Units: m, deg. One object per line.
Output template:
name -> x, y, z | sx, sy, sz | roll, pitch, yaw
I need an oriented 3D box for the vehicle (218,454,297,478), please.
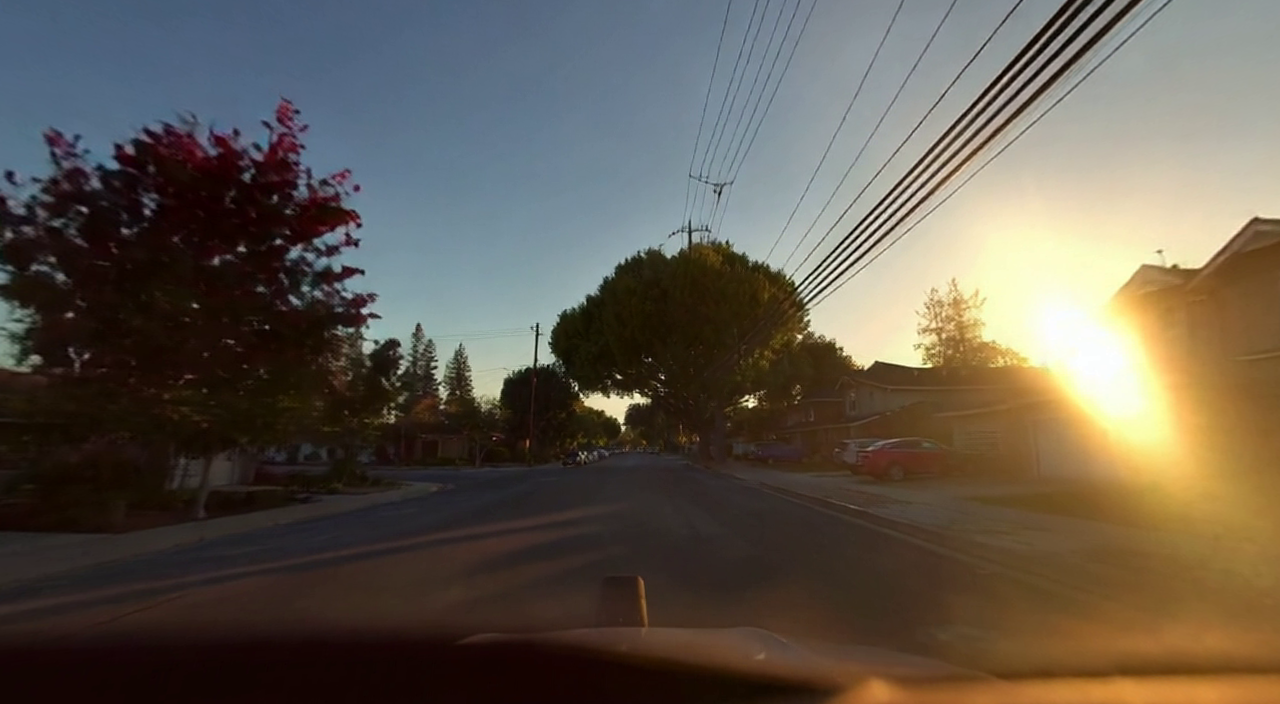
vehicle -> -27.143, 8.068, 44.929 | 4.360, 1.582, 1.920 | -1, -9, -2

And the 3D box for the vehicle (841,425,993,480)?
vehicle -> 10.253, 3.773, 23.702 | 4.686, 1.786, 2.019 | -3, -8, 5

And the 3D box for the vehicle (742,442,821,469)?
vehicle -> 9.522, 7.006, 42.856 | 4.846, 1.577, 2.146 | -2, -8, 0
